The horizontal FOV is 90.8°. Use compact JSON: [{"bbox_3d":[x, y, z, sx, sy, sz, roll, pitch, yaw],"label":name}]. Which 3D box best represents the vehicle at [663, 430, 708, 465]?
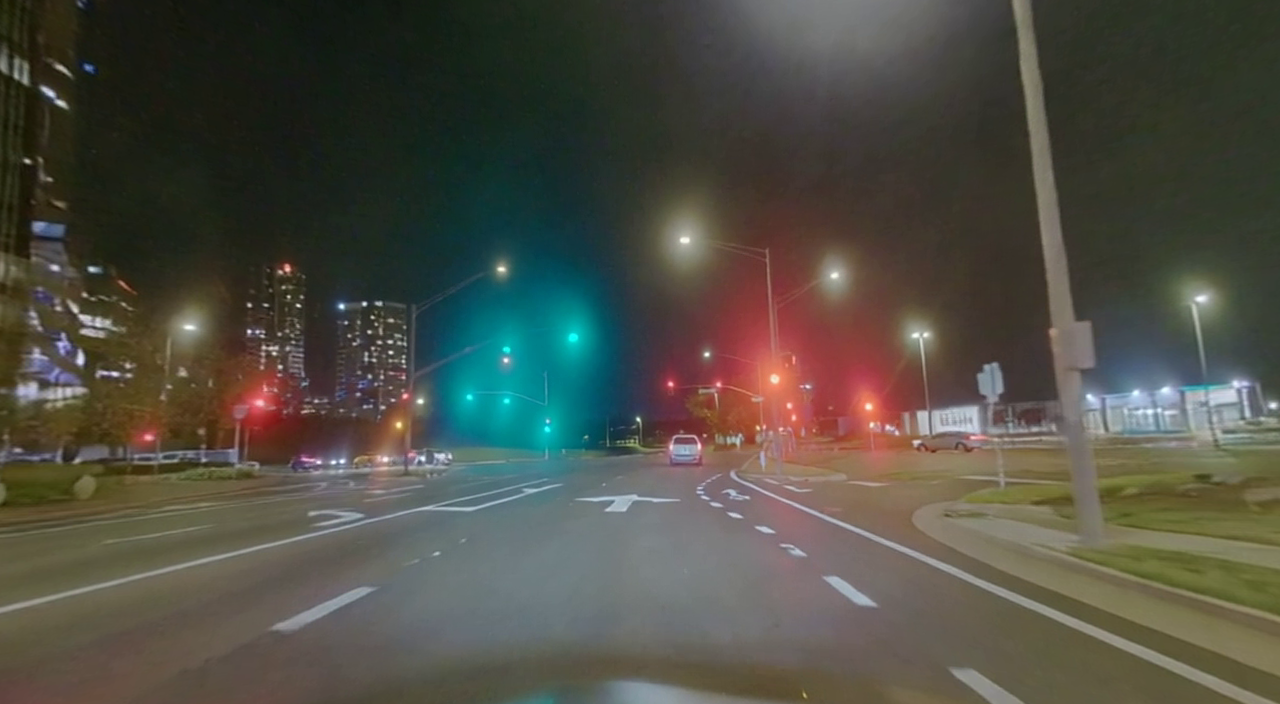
[{"bbox_3d":[2.578,5.285,35.074,2.230,1.827,4.298,-1,-8,7],"label":"vehicle"}]

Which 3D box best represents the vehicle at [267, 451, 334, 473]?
[{"bbox_3d":[-25.274,8.159,47.050,4.359,1.508,1.980,-4,-9,22],"label":"vehicle"}]

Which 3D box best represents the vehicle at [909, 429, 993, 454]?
[{"bbox_3d":[21.134,6.128,43.201,4.952,1.517,1.997,-5,-7,23],"label":"vehicle"}]

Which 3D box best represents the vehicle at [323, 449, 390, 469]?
[{"bbox_3d":[-21.847,8.216,48.676,4.601,1.521,1.941,-4,-9,22],"label":"vehicle"}]
